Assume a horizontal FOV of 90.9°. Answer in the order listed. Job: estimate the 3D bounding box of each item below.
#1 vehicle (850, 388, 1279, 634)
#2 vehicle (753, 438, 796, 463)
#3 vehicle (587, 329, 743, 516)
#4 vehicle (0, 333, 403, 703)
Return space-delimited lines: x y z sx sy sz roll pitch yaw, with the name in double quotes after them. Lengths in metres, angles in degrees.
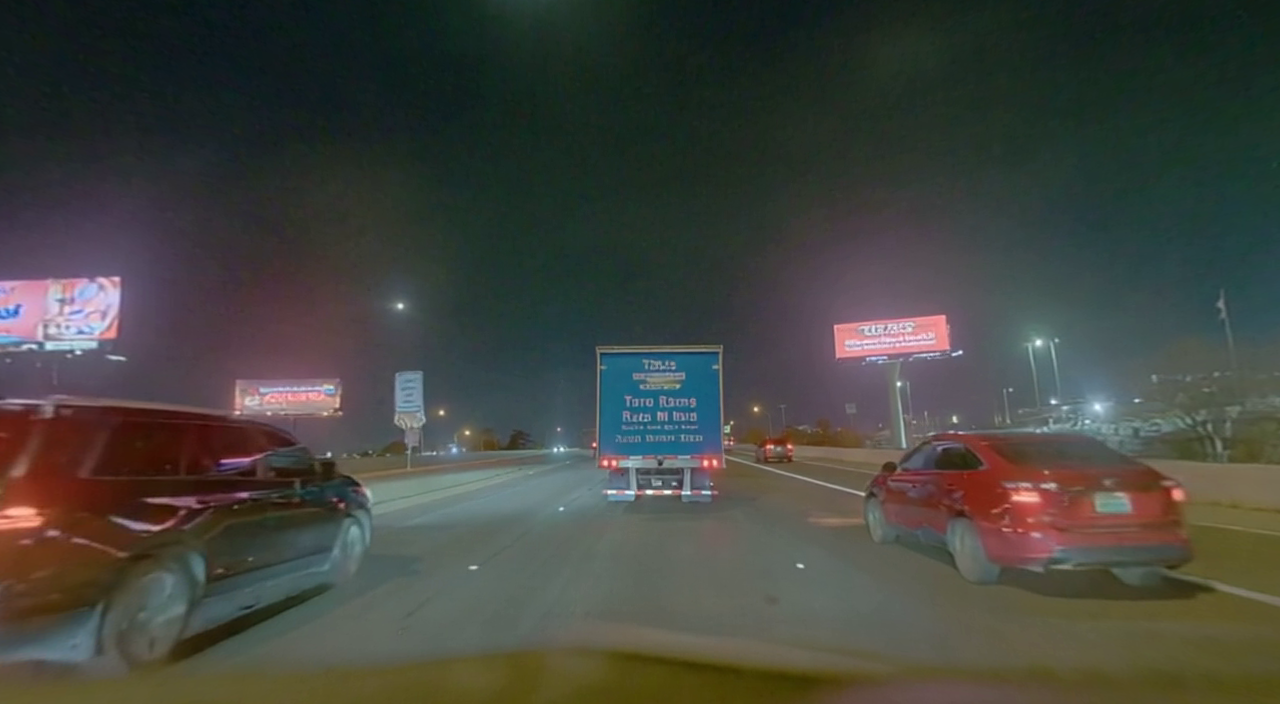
3.976 1.406 6.613 2.066 1.692 4.339 0 -8 1 "vehicle"
8.343 6.133 39.491 1.931 1.495 3.889 0 -8 2 "vehicle"
0.622 1.825 15.508 2.733 3.296 8.571 0 -8 3 "vehicle"
-3.657 1.073 4.545 2.030 1.757 4.509 0 -8 2 "vehicle"
